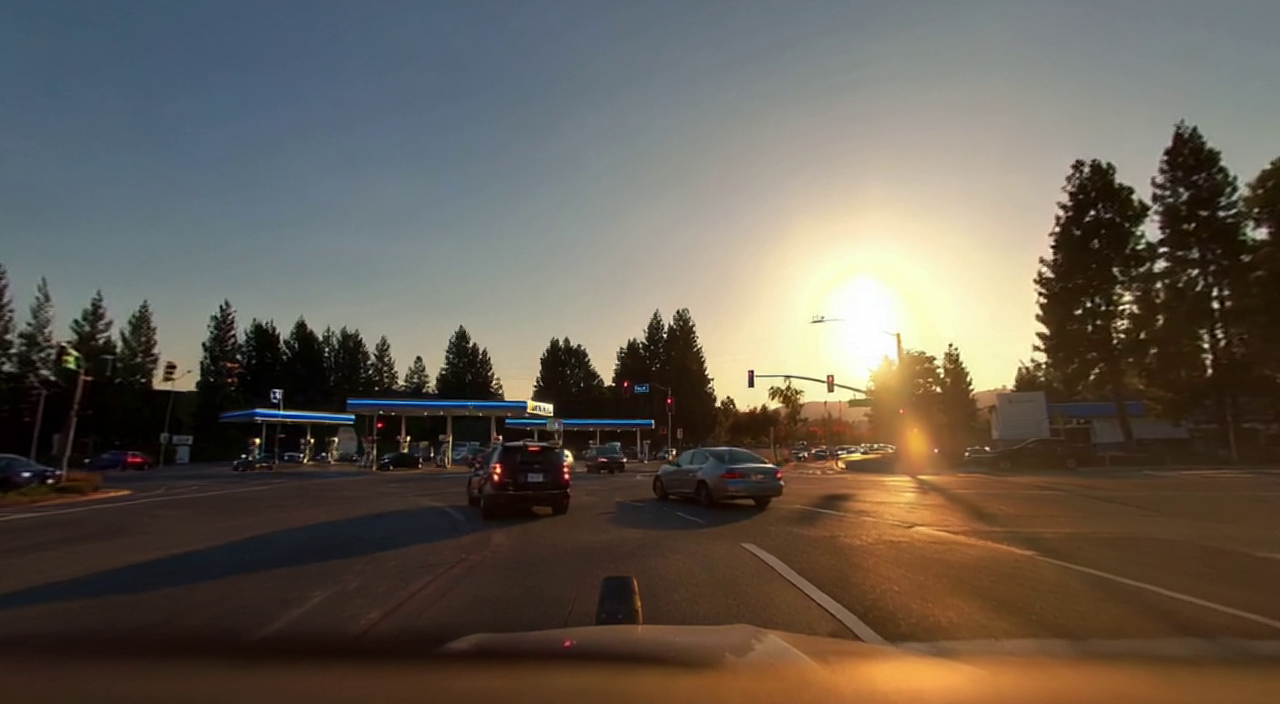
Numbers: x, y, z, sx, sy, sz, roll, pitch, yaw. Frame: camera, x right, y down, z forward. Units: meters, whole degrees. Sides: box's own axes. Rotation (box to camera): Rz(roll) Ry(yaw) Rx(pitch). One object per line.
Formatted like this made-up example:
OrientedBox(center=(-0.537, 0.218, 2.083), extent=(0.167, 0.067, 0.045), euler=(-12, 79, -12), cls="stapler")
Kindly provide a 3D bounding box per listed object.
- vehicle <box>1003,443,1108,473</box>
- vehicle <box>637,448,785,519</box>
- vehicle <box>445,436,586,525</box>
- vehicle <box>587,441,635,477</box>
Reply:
OrientedBox(center=(25.916, 6.618, 39.615), extent=(4.952, 1.745, 2.184), euler=(-2, -9, 15), cls="vehicle")
OrientedBox(center=(1.544, 3.131, 15.761), extent=(1.965, 1.460, 4.581), euler=(2, -9, -17), cls="vehicle")
OrientedBox(center=(-3.138, 2.922, 15.040), extent=(2.351, 1.733, 4.616), euler=(3, -9, -23), cls="vehicle")
OrientedBox(center=(-1.645, 5.816, 34.598), extent=(2.016, 1.828, 4.503), euler=(1, -9, -11), cls="vehicle")
